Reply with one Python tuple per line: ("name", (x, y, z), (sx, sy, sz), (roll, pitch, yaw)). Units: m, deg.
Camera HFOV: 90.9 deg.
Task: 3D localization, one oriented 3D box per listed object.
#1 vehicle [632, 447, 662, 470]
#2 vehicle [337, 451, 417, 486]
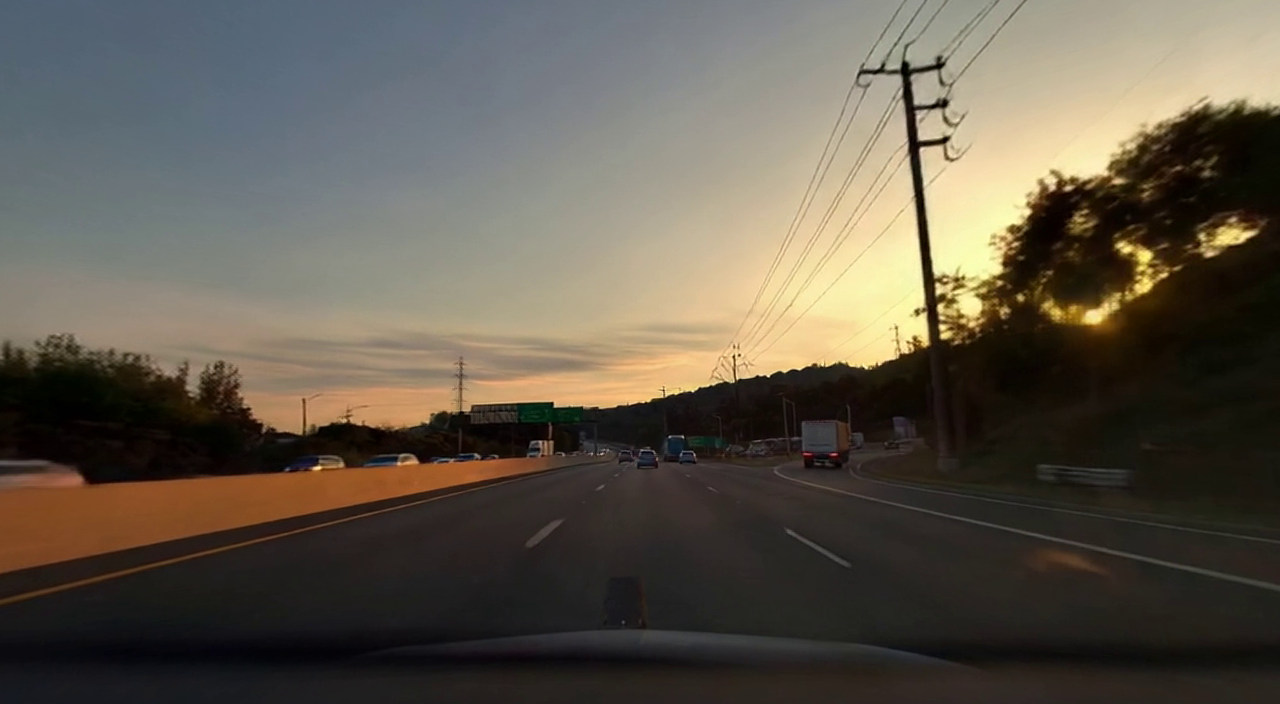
("vehicle", (0.488, 7.738, 45.883), (2.111, 1.599, 3.859), (0, -9, 0))
("vehicle", (-11.909, 5.267, 28.809), (1.801, 1.424, 4.135), (0, -9, 1))
